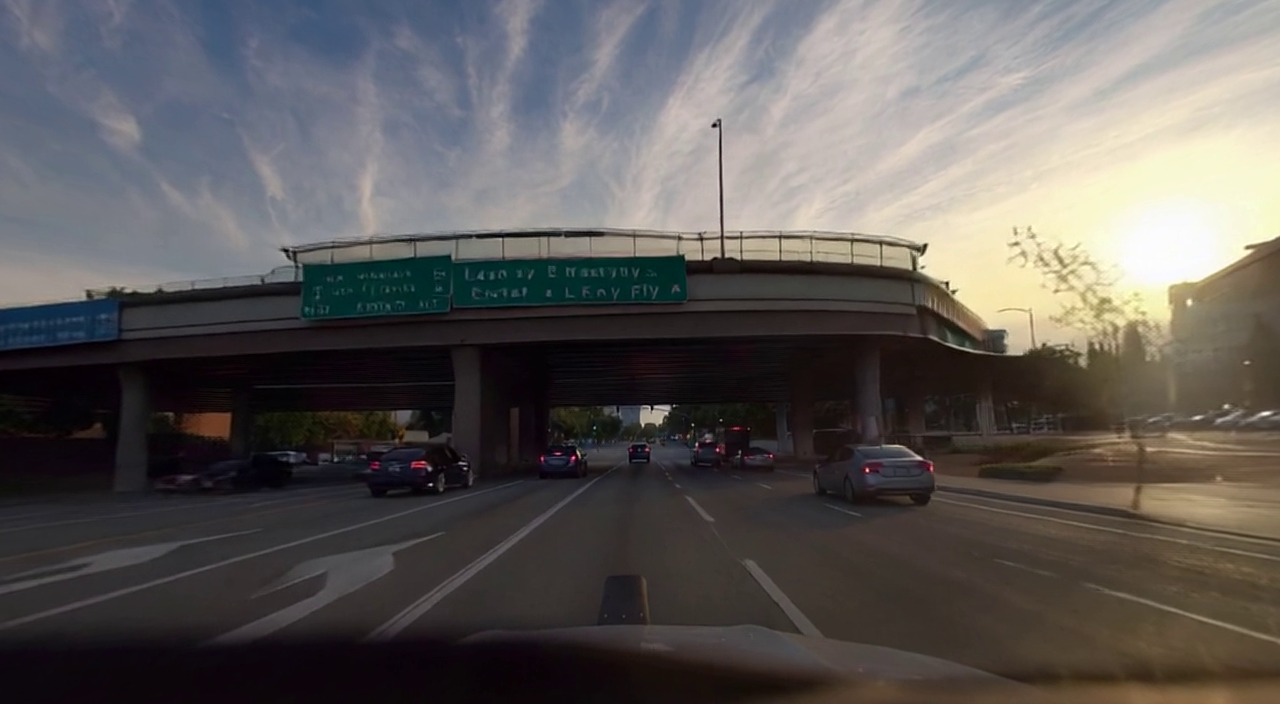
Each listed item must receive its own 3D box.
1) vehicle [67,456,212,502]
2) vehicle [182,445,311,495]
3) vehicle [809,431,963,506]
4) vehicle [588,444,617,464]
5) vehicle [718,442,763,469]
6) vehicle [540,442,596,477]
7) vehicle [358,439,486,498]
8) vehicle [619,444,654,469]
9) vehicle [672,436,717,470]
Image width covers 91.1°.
[{"bbox_3d":[-18.764,4.739,23.833,1.906,1.468,4.331,0,-8,0],"label":"vehicle"},{"bbox_3d":[-15.181,4.544,24.621,2.015,1.722,4.640,0,-8,0],"label":"vehicle"},{"bbox_3d":[6.014,2.878,16.055,2.056,1.624,4.498,0,-8,-1],"label":"vehicle"},{"bbox_3d":[-2.841,7.886,48.830,1.980,1.491,4.351,0,-8,0],"label":"vehicle"},{"bbox_3d":[6.079,6.300,38.413,1.924,1.527,4.268,0,-8,-2],"label":"vehicle"},{"bbox_3d":[-3.208,4.907,28.881,2.041,1.466,4.212,0,-8,1],"label":"vehicle"},{"bbox_3d":[-6.071,3.280,18.142,2.070,1.488,4.376,0,-8,1],"label":"vehicle"},{"bbox_3d":[-0.216,6.390,38.748,2.026,1.453,3.780,0,-8,0],"label":"vehicle"},{"bbox_3d":[3.021,5.737,35.822,2.034,1.762,4.420,0,-8,-1],"label":"vehicle"}]
